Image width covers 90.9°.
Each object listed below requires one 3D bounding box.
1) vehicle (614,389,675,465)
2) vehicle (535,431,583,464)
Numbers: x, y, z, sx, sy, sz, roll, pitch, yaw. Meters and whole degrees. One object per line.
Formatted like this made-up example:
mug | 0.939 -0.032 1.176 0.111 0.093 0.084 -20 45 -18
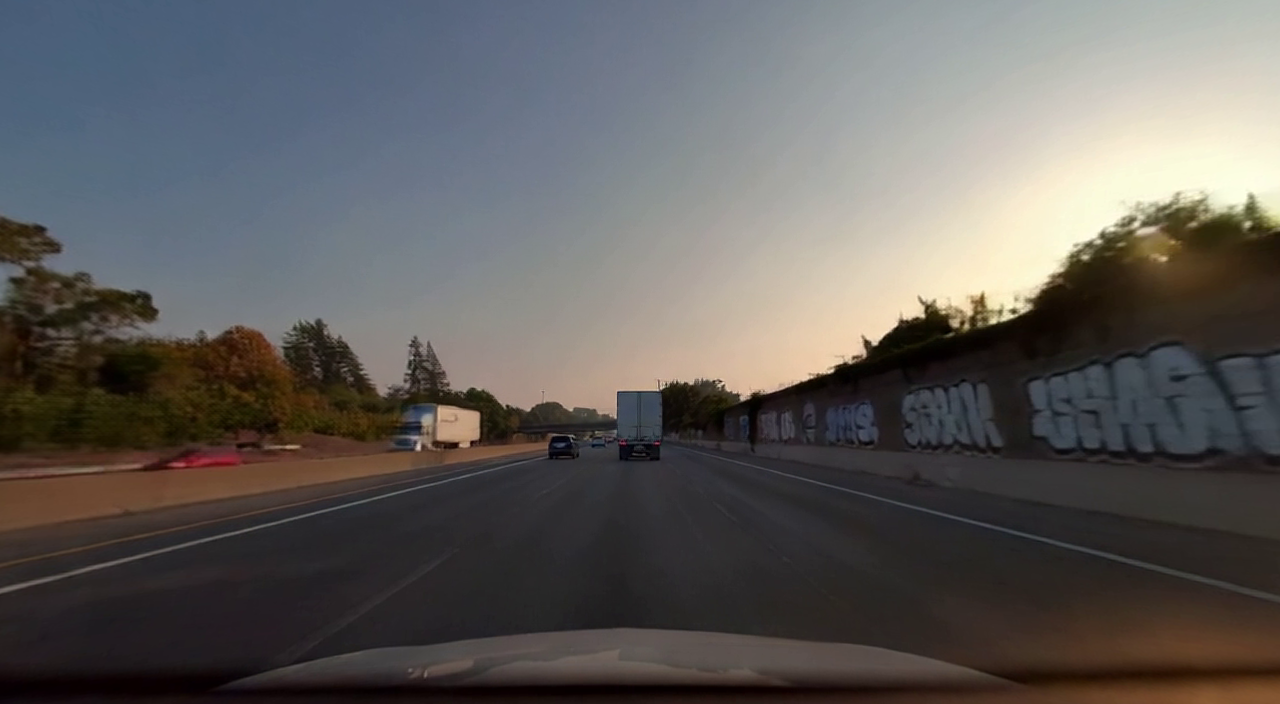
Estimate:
vehicle | 0.122 4.236 35.002 2.927 3.649 9.443 0 -8 -1
vehicle | -4.299 5.129 34.134 2.058 1.645 4.130 0 -8 0
